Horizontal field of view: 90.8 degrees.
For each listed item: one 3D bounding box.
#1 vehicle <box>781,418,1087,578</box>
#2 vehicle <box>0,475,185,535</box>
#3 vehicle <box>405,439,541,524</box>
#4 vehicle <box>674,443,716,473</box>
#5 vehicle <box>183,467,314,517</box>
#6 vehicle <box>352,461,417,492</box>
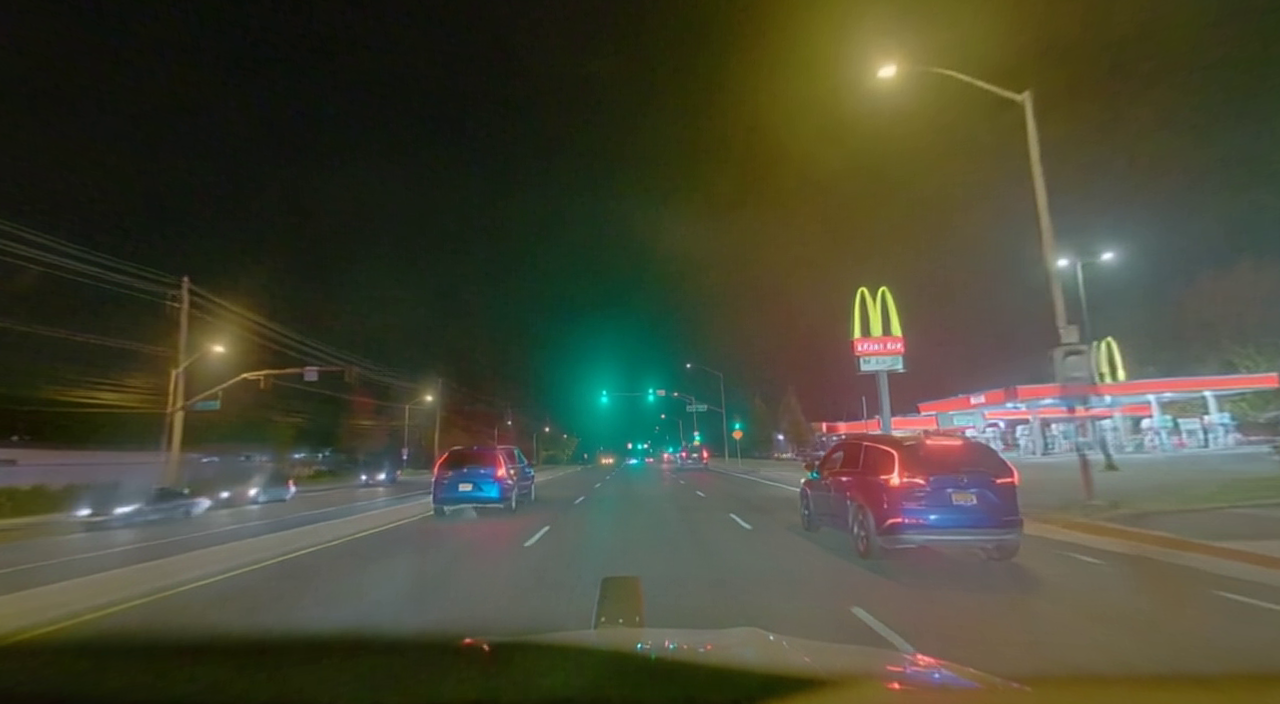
[{"bbox_3d":[3.600,1.868,8.940,2.085,1.655,4.459,0,-8,-1],"label":"vehicle"},{"bbox_3d":[-17.679,4.923,20.776,1.968,1.476,4.598,0,-8,0],"label":"vehicle"},{"bbox_3d":[-3.571,2.814,14.327,1.935,1.617,4.045,0,-8,1],"label":"vehicle"},{"bbox_3d":[3.320,6.494,38.978,2.066,1.699,4.419,0,-8,-1],"label":"vehicle"},{"bbox_3d":[-14.197,5.068,23.286,1.861,1.472,4.543,0,-8,1],"label":"vehicle"},{"bbox_3d":[-14.039,6.869,34.988,1.833,1.476,4.117,-1,-8,1],"label":"vehicle"}]
